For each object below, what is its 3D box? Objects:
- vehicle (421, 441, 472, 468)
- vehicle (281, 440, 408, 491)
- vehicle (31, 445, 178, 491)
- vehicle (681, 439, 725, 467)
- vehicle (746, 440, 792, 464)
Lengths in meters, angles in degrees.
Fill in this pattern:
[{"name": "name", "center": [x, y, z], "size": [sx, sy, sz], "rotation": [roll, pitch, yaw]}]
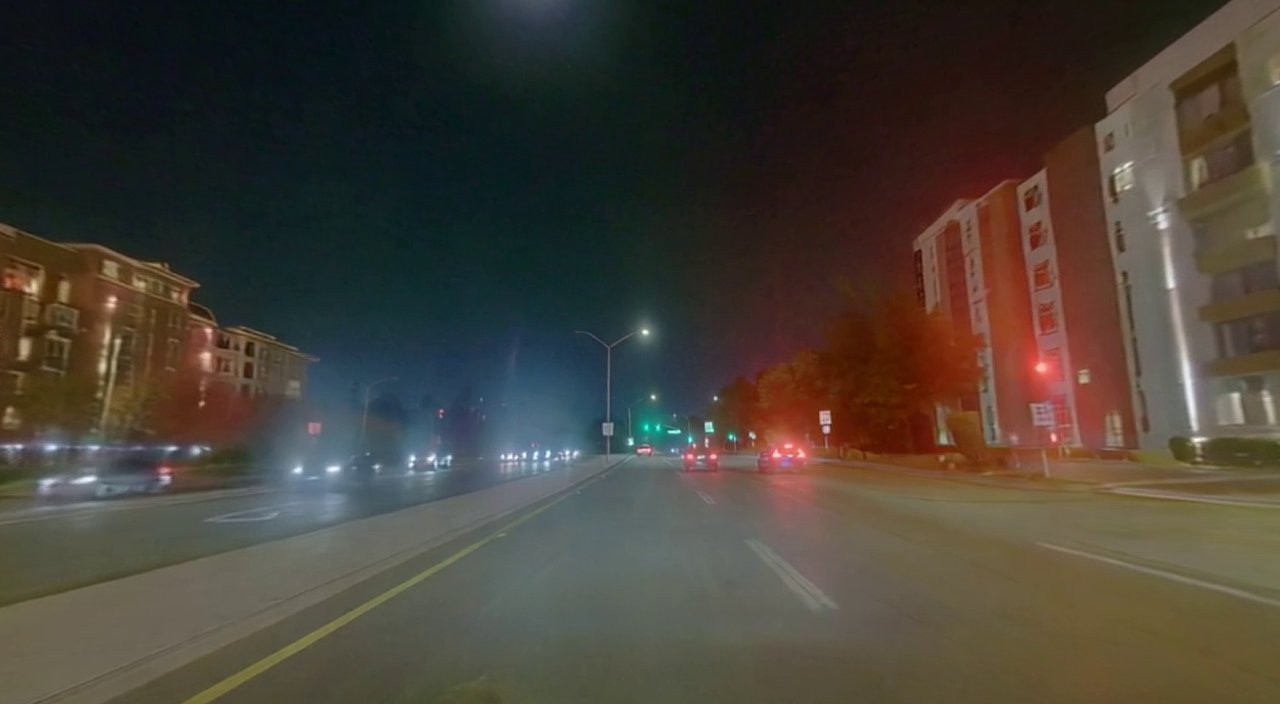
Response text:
[{"name": "vehicle", "center": [-13.041, 6.918, 42.842], "size": [1.953, 1.688, 4.435], "rotation": [-1, -8, 1]}, {"name": "vehicle", "center": [-9.894, 3.812, 21.641], "size": [2.012, 1.520, 4.645], "rotation": [-1, -8, 1]}, {"name": "vehicle", "center": [-21.748, 4.687, 25.964], "size": [1.995, 1.684, 4.487], "rotation": [-1, -8, 1]}, {"name": "vehicle", "center": [3.601, 5.846, 36.829], "size": [2.020, 1.479, 4.650], "rotation": [0, -8, -1]}, {"name": "vehicle", "center": [8.098, 6.329, 40.116], "size": [1.932, 1.439, 4.159], "rotation": [0, -8, -1]}]
